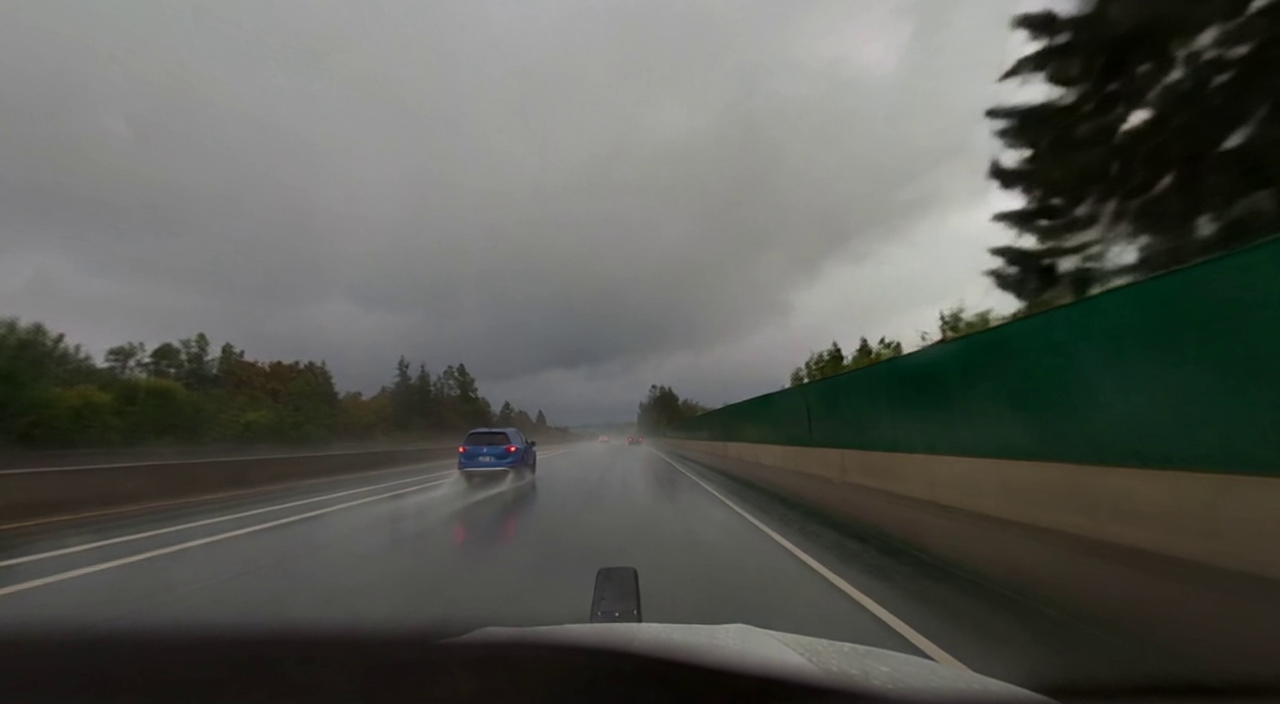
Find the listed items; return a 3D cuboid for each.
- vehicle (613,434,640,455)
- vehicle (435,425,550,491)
[{"bbox_3d":[-0.971,6.695,45.713,1.836,1.450,3.519,0,-8,-1],"label":"vehicle"},{"bbox_3d":[-3.859,2.853,17.458,2.072,1.545,4.767,0,-8,0],"label":"vehicle"}]
